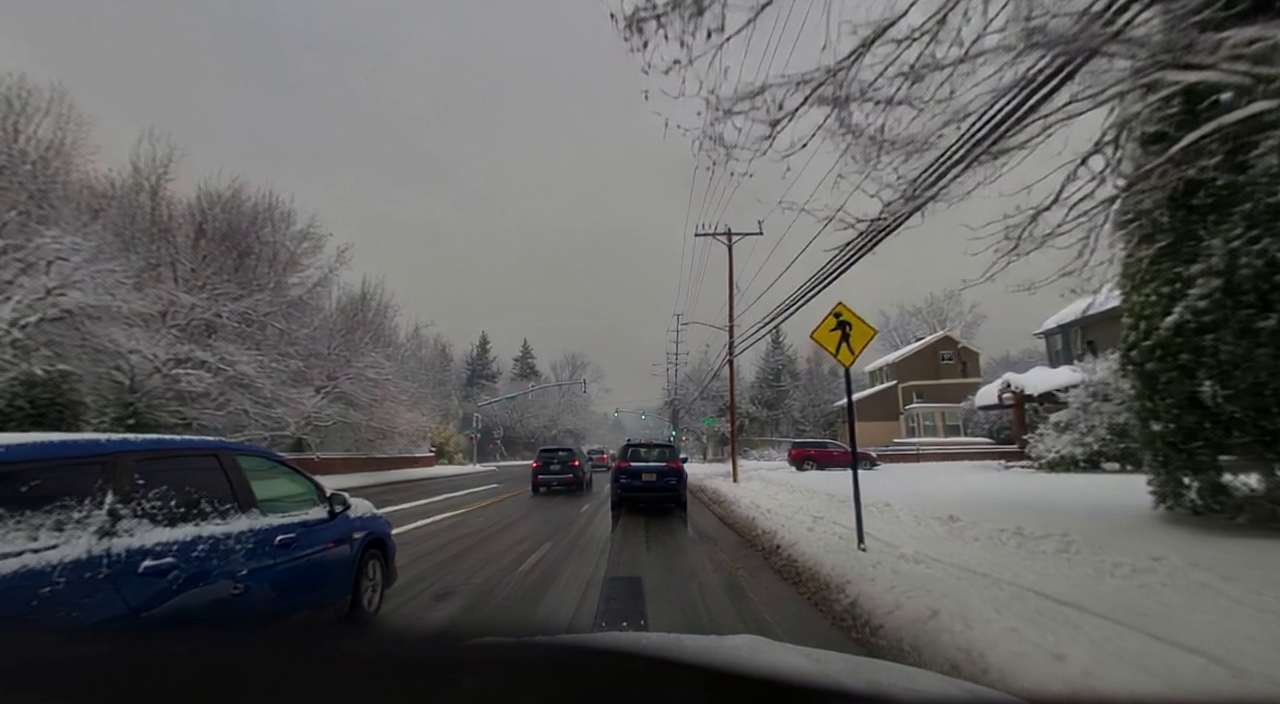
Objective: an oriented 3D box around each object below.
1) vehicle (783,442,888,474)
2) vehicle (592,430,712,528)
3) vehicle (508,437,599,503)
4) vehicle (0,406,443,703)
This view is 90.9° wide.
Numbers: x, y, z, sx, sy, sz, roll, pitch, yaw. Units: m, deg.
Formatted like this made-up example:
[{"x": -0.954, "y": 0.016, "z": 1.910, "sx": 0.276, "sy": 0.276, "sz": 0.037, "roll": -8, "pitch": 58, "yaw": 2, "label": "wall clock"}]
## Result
[{"x": 9.501, "y": 5.179, "z": 30.907, "sx": 4.456, "sy": 1.504, "sz": 1.914, "roll": 0, "pitch": -9, "yaw": 0, "label": "vehicle"}, {"x": 0.242, "y": 2.550, "z": 13.179, "sx": 2.120, "sy": 1.718, "sz": 3.909, "roll": 0, "pitch": -9, "yaw": 1, "label": "vehicle"}, {"x": -2.475, "y": 3.504, "z": 19.115, "sx": 2.000, "sy": 1.737, "sz": 4.133, "roll": 0, "pitch": -9, "yaw": 2, "label": "vehicle"}, {"x": -2.843, "y": 1.131, "z": 3.349, "sx": 1.968, "sy": 1.472, "sz": 4.685, "roll": 0, "pitch": -9, "yaw": 2, "label": "vehicle"}]
